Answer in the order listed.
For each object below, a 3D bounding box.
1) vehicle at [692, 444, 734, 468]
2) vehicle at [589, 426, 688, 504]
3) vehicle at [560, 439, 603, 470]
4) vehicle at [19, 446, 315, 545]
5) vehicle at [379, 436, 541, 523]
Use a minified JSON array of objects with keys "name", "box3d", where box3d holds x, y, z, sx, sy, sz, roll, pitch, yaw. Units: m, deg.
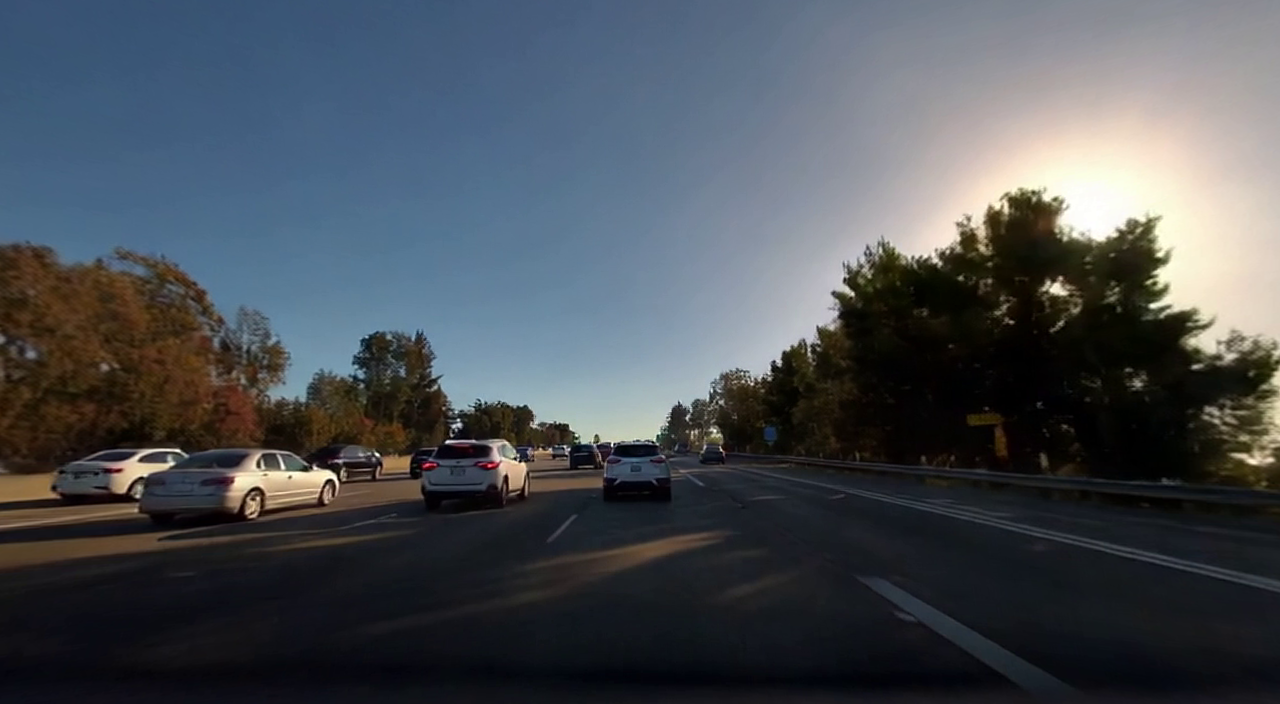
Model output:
[{"name":"vehicle","box3d":[4.586,6.637,40.403,2.006,1.474,4.669,0,-9,-2]},{"name":"vehicle","box3d":[-0.027,2.855,16.237,2.223,1.722,4.177,0,-9,0]},{"name":"vehicle","box3d":[-3.497,6.223,38.431,2.142,1.808,4.266,0,-9,1]},{"name":"vehicle","box3d":[-7.792,2.350,11.034,1.948,1.391,4.111,0,-9,1]},{"name":"vehicle","box3d":[-3.486,2.543,13.168,2.011,1.498,4.341,0,-9,1]}]
